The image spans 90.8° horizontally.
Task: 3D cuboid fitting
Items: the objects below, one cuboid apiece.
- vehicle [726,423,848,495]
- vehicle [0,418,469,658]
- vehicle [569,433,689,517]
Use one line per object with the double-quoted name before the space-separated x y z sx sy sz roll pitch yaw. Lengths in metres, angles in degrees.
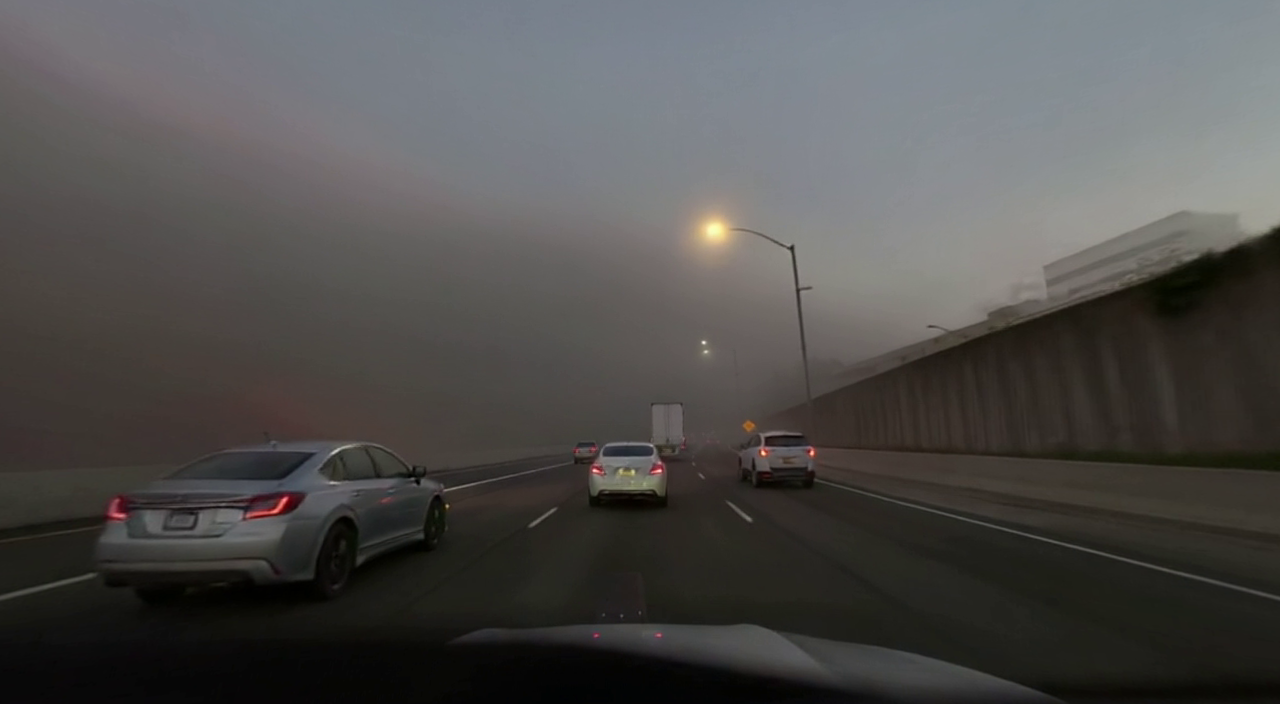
"vehicle" 3.766 2.849 17.159 2.166 1.666 4.618 0 -9 0
"vehicle" -3.601 1.541 6.516 2.130 1.474 5.027 -1 -9 2
"vehicle" -0.165 2.490 13.286 2.136 1.470 3.971 -1 -9 1
